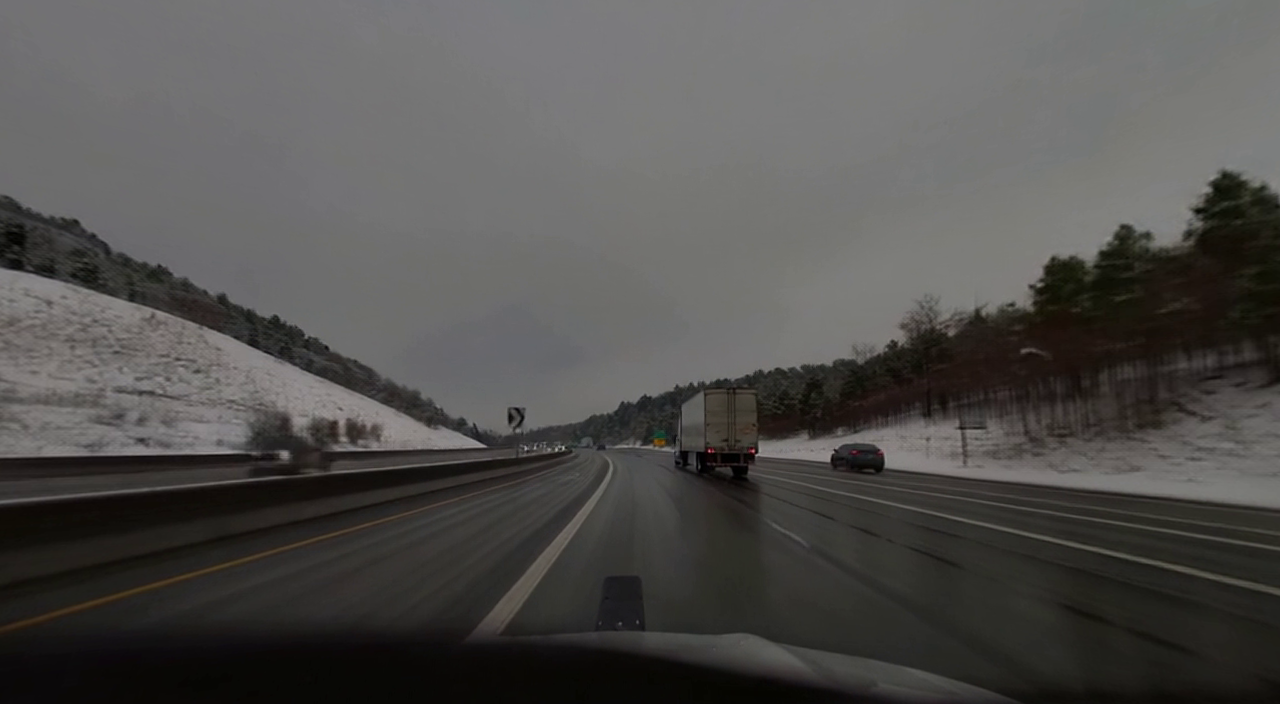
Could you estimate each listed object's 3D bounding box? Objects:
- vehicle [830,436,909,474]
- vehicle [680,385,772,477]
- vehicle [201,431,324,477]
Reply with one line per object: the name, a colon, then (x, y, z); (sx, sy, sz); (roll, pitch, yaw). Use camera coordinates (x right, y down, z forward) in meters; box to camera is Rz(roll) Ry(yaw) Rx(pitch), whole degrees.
vehicle: (11.322, 5.120, 31.498); (2.046, 1.741, 4.769); (0, -9, -1)
vehicle: (4.025, 4.191, 32.549); (3.049, 3.968, 10.706); (0, -9, -1)
vehicle: (-18.486, 5.058, 31.313); (2.370, 2.038, 5.969); (0, -9, 0)
